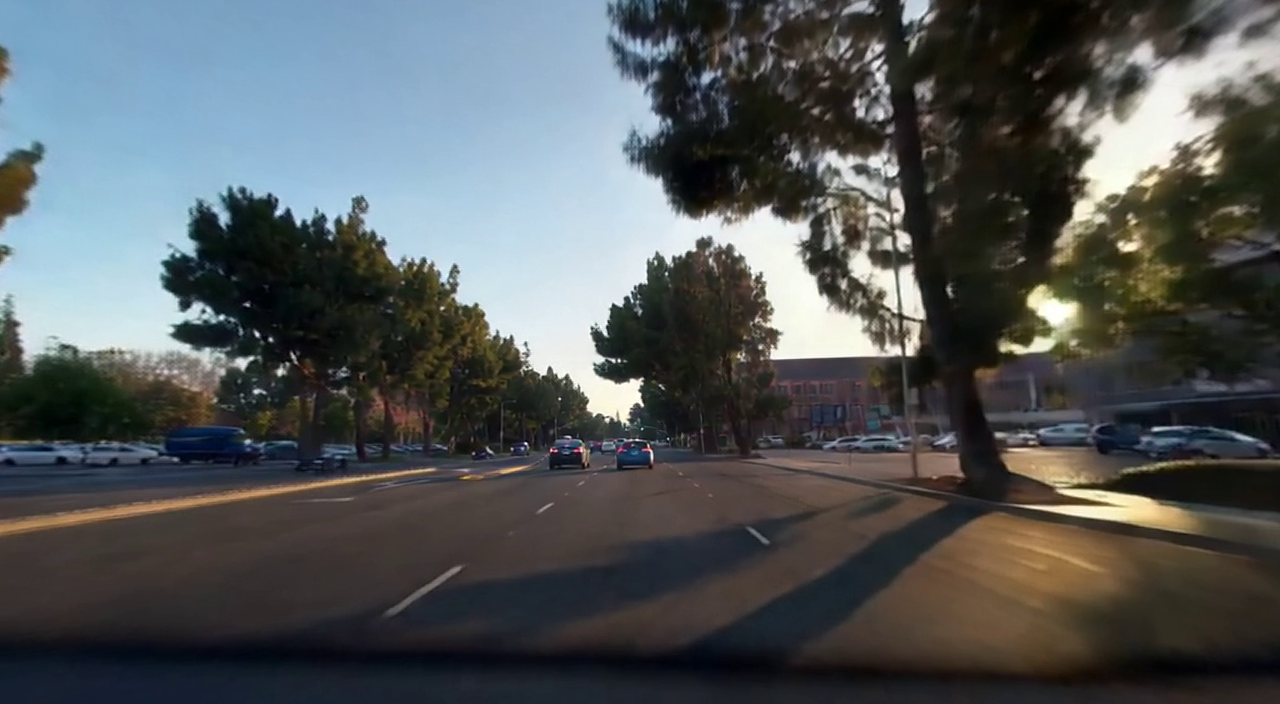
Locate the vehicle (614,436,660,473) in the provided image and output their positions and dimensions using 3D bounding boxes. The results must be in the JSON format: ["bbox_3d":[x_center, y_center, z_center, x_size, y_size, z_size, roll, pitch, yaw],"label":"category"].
[{"bbox_3d":[-0.151,4.874,30.017,2.042,1.641,4.187,0,-8,0],"label":"vehicle"}]

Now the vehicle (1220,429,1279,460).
[{"bbox_3d":[34.916,5.091,34.656,1.903,1.630,3.895,0,-8,-2],"label":"vehicle"}]

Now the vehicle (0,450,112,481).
[{"bbox_3d":[-34.409,6.660,37.055,4.697,1.596,2.031,-1,-6,3],"label":"vehicle"}]

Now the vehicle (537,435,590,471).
[{"bbox_3d":[-3.861,5.198,32.372,2.113,1.713,4.422,0,-8,0],"label":"vehicle"}]

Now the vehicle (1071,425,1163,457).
[{"bbox_3d":[31.404,5.882,41.402,4.175,2.084,2.155,0,-9,1],"label":"vehicle"}]

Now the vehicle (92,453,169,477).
[{"bbox_3d":[-34.259,7.571,42.224,3.654,1.375,1.779,-1,-6,0],"label":"vehicle"}]

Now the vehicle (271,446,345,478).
[{"bbox_3d":[-19.480,6.459,37.091,1.946,1.725,4.508,0,-8,-1],"label":"vehicle"}]

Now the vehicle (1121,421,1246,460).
[{"bbox_3d":[30.299,4.987,35.302,2.225,1.995,5.253,0,-9,-1],"label":"vehicle"}]
